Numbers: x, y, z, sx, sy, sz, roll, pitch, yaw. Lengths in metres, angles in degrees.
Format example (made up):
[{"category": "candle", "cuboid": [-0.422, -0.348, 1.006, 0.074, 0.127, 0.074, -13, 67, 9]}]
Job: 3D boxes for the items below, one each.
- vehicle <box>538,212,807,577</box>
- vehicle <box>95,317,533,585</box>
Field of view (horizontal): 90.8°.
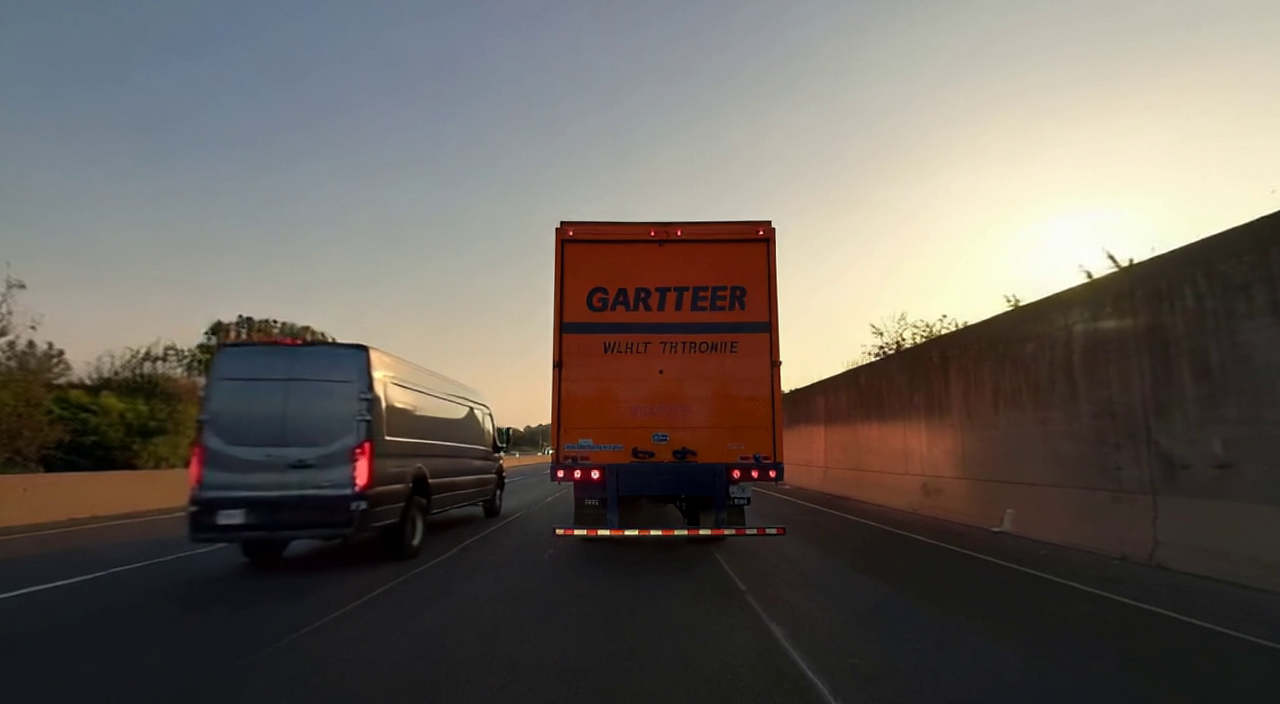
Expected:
[{"category": "vehicle", "cuboid": [0.478, 1.215, 12.226, 2.853, 4.054, 10.557, 0, -9, 2]}, {"category": "vehicle", "cuboid": [-4.400, 1.877, 12.212, 2.790, 2.893, 10.715, 0, -9, 0]}]
